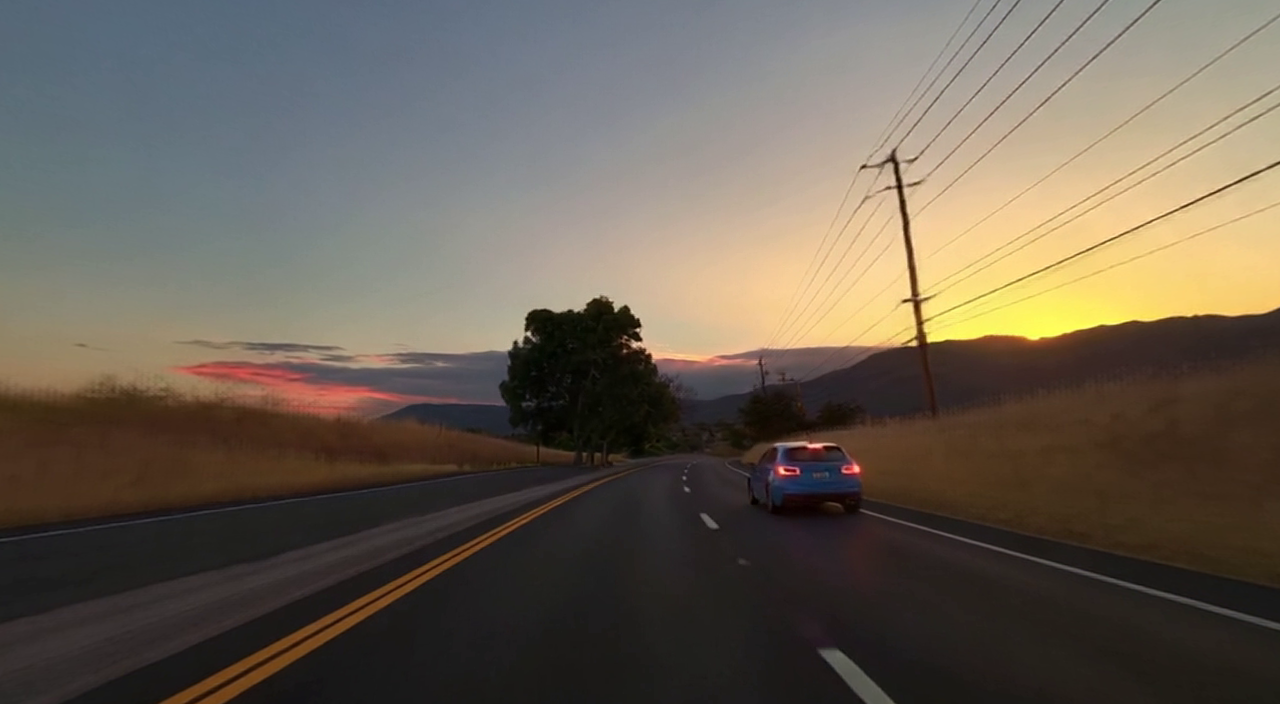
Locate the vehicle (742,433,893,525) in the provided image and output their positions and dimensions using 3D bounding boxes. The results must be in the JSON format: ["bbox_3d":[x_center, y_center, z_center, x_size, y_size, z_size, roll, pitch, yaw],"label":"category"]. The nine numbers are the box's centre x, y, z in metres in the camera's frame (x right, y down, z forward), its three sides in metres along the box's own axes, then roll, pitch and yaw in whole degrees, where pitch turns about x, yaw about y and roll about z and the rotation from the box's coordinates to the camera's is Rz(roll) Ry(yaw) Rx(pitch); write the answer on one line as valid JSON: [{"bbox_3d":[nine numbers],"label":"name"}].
[{"bbox_3d":[3.679,2.715,14.019,2.135,1.692,4.185,0,-9,0],"label":"vehicle"}]
